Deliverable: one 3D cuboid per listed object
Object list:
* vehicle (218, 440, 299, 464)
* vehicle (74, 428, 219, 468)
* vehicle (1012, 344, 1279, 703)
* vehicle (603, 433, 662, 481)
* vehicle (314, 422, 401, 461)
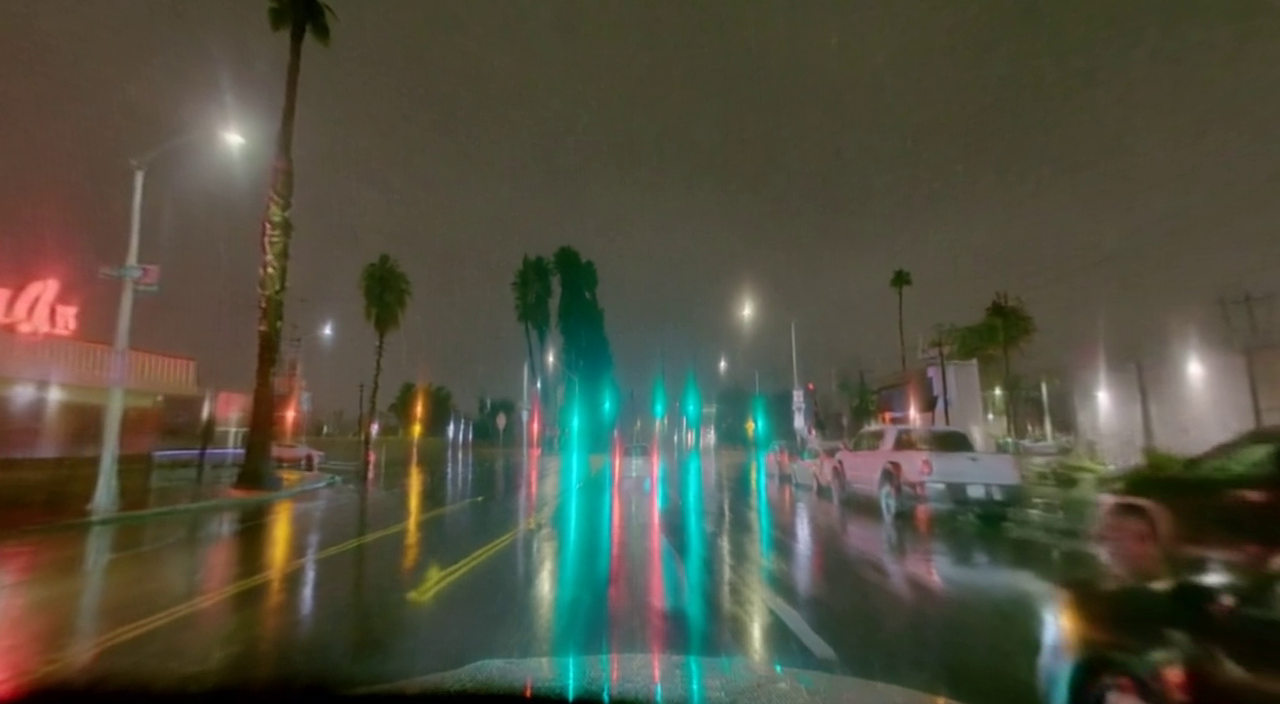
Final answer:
[{"bbox_3d":[-29.145,7.625,48.397,1.863,1.733,4.974,-5,-9,26],"label":"vehicle"},{"bbox_3d":[-32.639,6.365,42.173,2.562,2.387,6.989,-4,-9,29],"label":"vehicle"},{"bbox_3d":[3.093,0.690,1.297,1.983,1.654,4.354,0,-8,0],"label":"vehicle"},{"bbox_3d":[-0.302,4.013,24.377,2.063,1.664,4.471,0,-8,-1],"label":"vehicle"},{"bbox_3d":[-20.913,6.673,47.041,2.198,2.684,5.751,-4,-9,25],"label":"vehicle"}]
